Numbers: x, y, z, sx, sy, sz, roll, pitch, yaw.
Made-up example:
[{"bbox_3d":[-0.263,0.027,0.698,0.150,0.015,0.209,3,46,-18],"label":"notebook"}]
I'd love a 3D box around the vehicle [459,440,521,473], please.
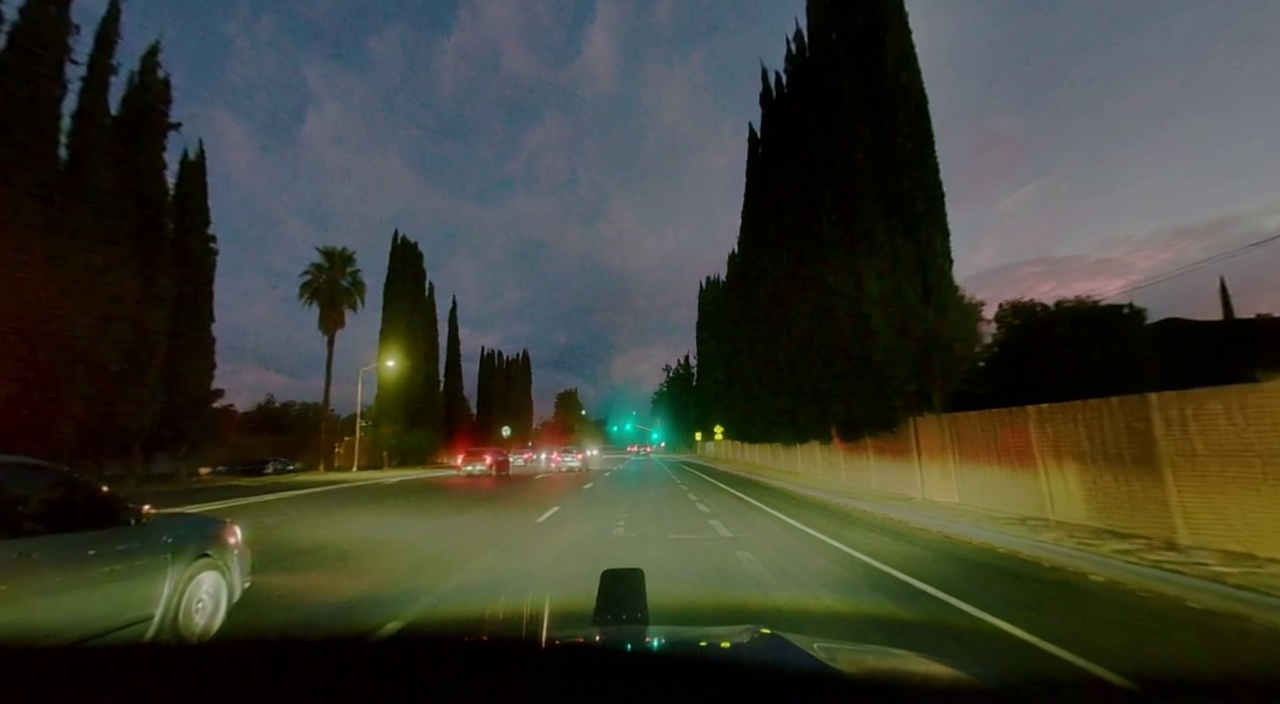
[{"bbox_3d":[-7.716,5.407,32.837,2.110,1.529,4.743,0,-8,-1],"label":"vehicle"}]

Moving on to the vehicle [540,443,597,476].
[{"bbox_3d":[-3.406,5.245,31.109,2.188,1.473,4.651,0,-8,1],"label":"vehicle"}]

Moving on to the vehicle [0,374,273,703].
[{"bbox_3d":[-3.819,0.784,2.038,2.190,1.545,4.943,0,-8,1],"label":"vehicle"}]
